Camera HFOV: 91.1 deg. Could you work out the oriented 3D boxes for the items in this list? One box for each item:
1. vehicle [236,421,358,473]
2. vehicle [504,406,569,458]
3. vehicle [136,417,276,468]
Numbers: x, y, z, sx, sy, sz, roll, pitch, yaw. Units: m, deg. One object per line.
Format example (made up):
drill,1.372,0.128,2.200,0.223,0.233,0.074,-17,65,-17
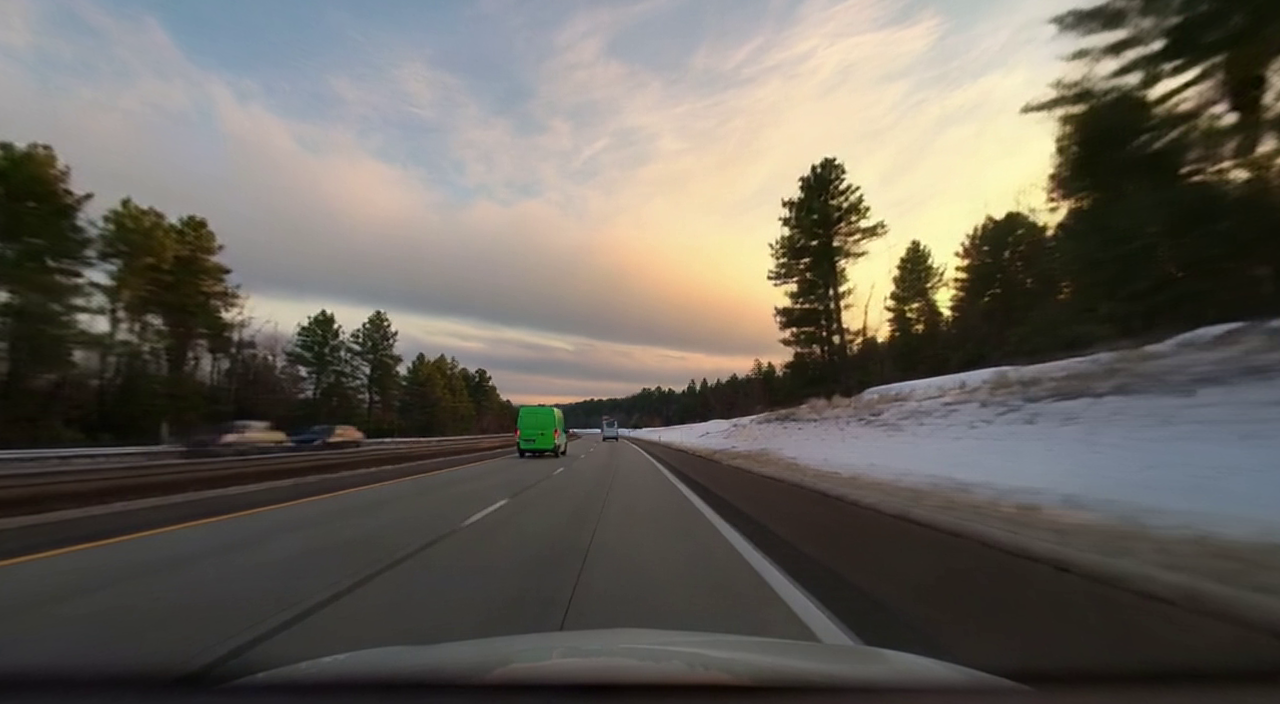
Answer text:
vehicle,-11.847,3.298,22.115,1.907,1.590,4.292,1,-8,-1
vehicle,-5.300,4.236,33.135,2.561,2.509,5.465,0,-8,-1
vehicle,-15.534,3.276,22.869,1.965,1.658,4.405,0,-8,-1
